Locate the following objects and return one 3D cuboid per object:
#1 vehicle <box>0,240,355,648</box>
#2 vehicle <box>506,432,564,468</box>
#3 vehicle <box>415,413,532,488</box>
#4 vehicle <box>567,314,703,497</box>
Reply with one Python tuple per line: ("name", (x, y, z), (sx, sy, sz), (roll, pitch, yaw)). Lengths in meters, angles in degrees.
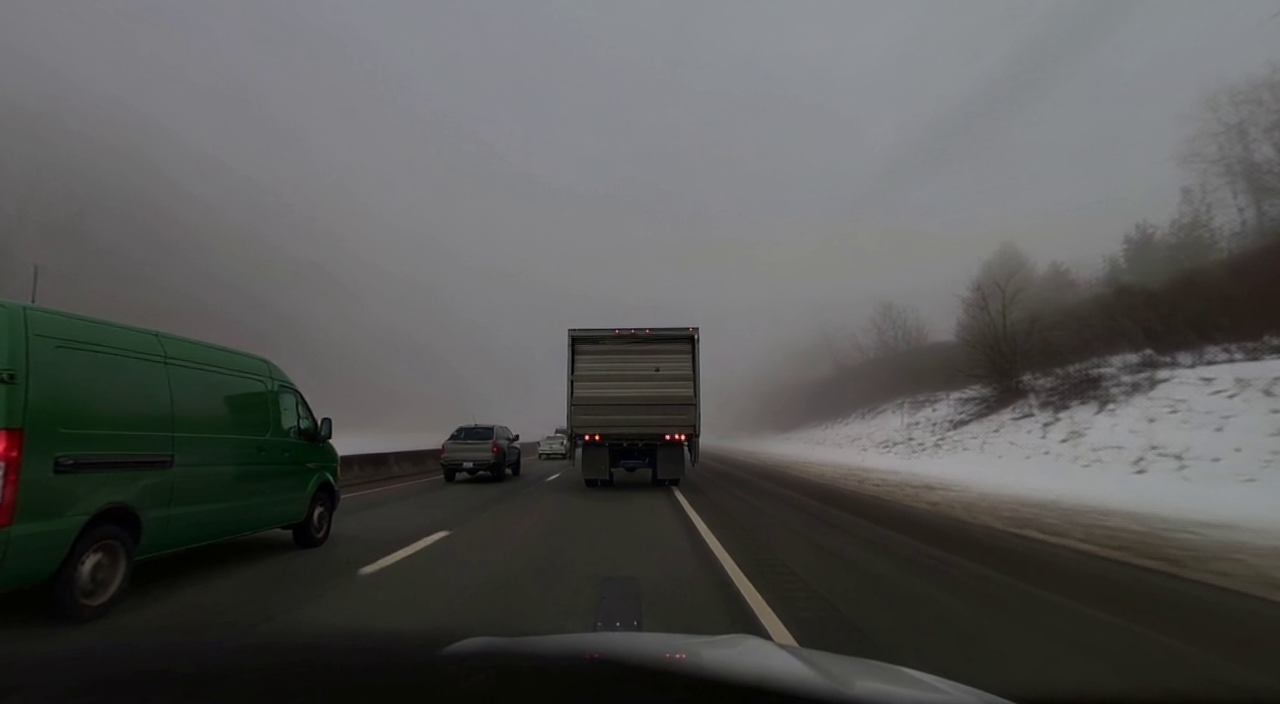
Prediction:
("vehicle", (-5.246, 0.858, 6.020), (2.478, 2.515, 5.438), (0, -8, -1))
("vehicle", (-4.848, 4.574, 29.652), (1.931, 1.539, 4.441), (0, -8, 0))
("vehicle", (-4.859, 2.949, 19.252), (2.168, 1.985, 4.952), (0, -8, 0))
("vehicle", (-0.212, 1.826, 18.913), (2.953, 4.041, 10.072), (0, -8, -1))
